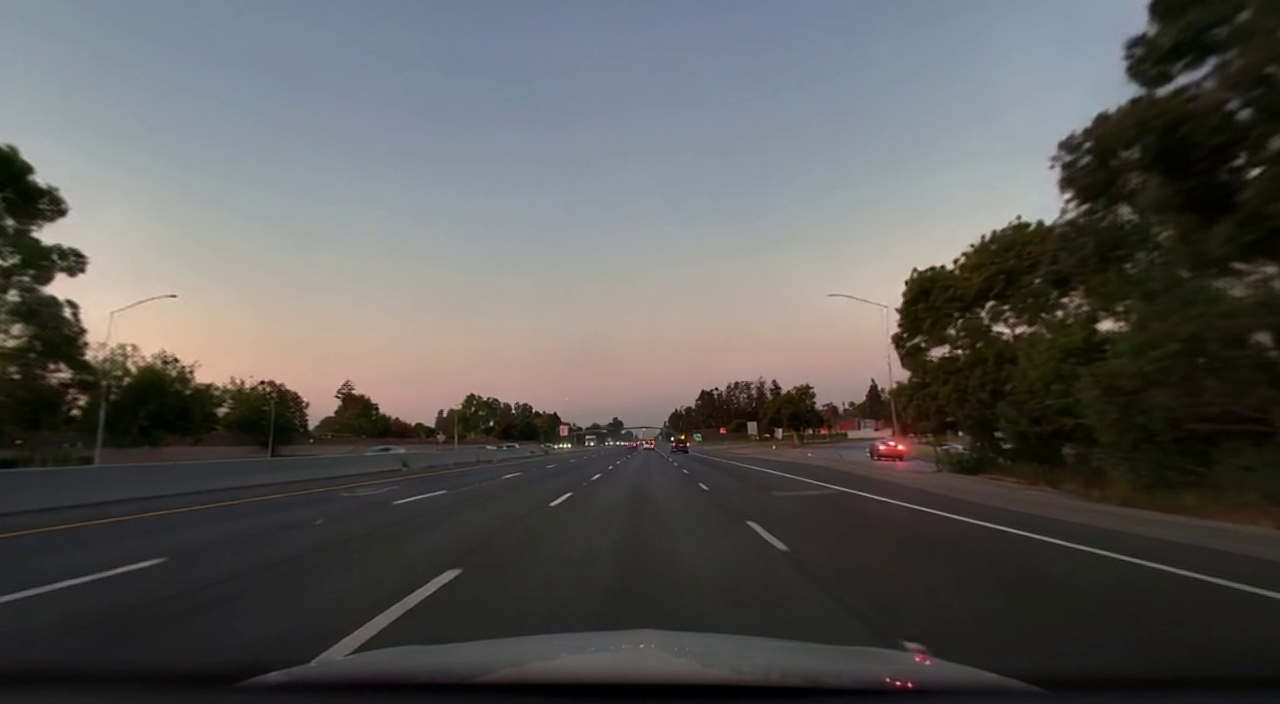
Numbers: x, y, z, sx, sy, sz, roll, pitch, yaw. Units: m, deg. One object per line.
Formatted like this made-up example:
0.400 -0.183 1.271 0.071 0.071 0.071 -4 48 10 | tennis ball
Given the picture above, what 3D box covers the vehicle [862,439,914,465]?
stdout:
16.880 6.794 43.047 2.039 1.658 4.457 -1 -8 5 | vehicle
